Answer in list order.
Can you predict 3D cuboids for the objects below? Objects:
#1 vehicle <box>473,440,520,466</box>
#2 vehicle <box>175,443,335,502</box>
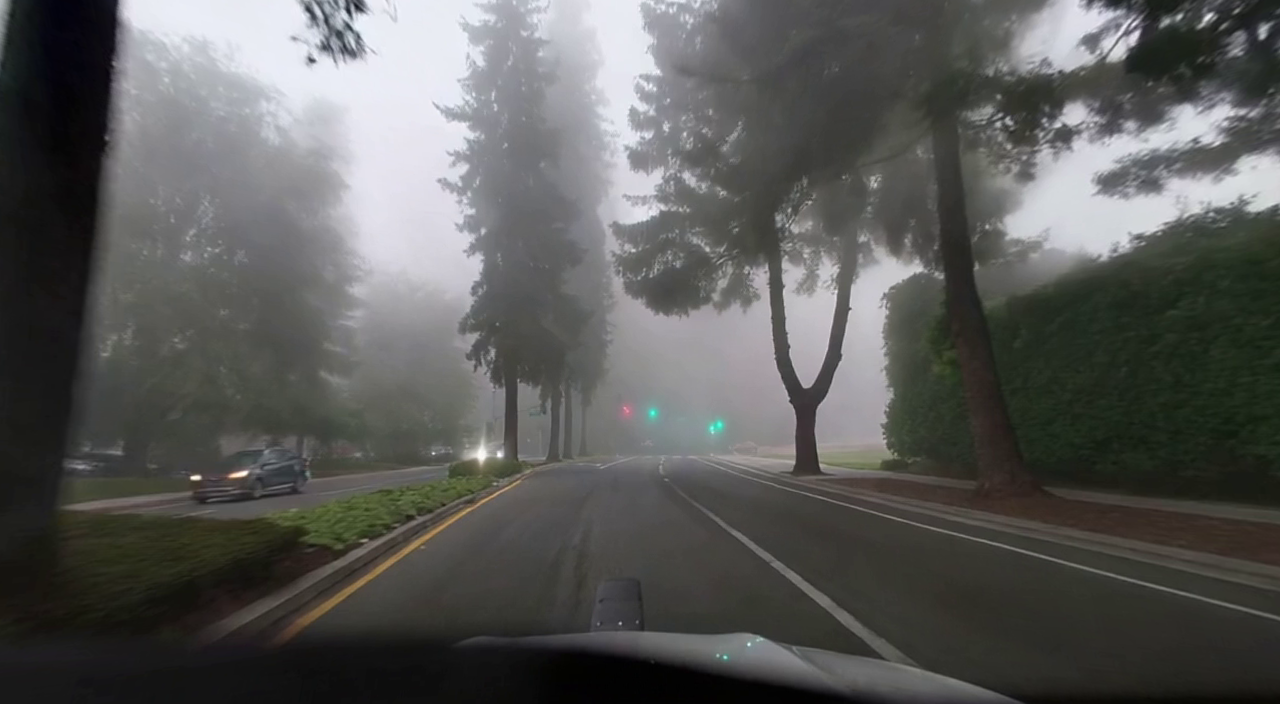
[{"bbox_3d":[-11.240,7.931,49.856,2.174,1.855,5.452,-1,-9,3],"label":"vehicle"},{"bbox_3d":[-11.599,3.626,19.522,1.948,1.558,4.672,-1,-9,1],"label":"vehicle"}]
